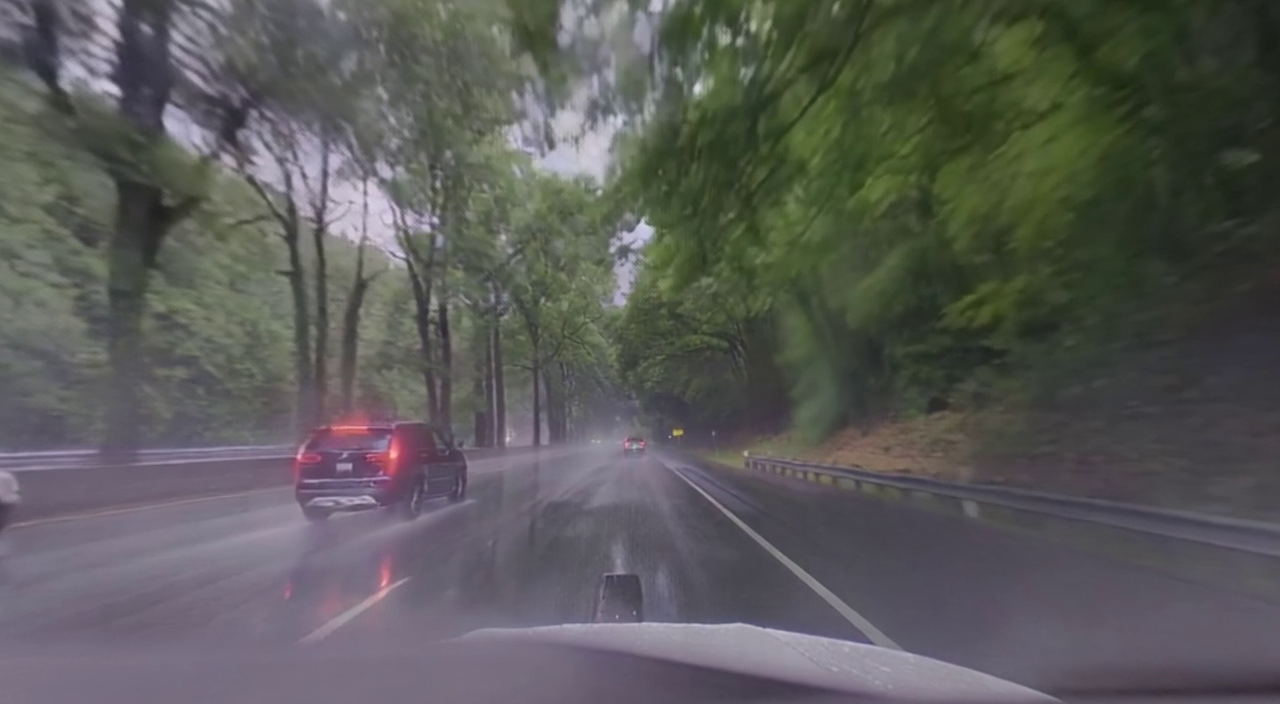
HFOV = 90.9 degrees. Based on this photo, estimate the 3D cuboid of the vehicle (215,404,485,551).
[{"bbox_3d":[-3.835,1.711,9.318,2.034,1.675,4.080,0,-8,0],"label":"vehicle"}]
